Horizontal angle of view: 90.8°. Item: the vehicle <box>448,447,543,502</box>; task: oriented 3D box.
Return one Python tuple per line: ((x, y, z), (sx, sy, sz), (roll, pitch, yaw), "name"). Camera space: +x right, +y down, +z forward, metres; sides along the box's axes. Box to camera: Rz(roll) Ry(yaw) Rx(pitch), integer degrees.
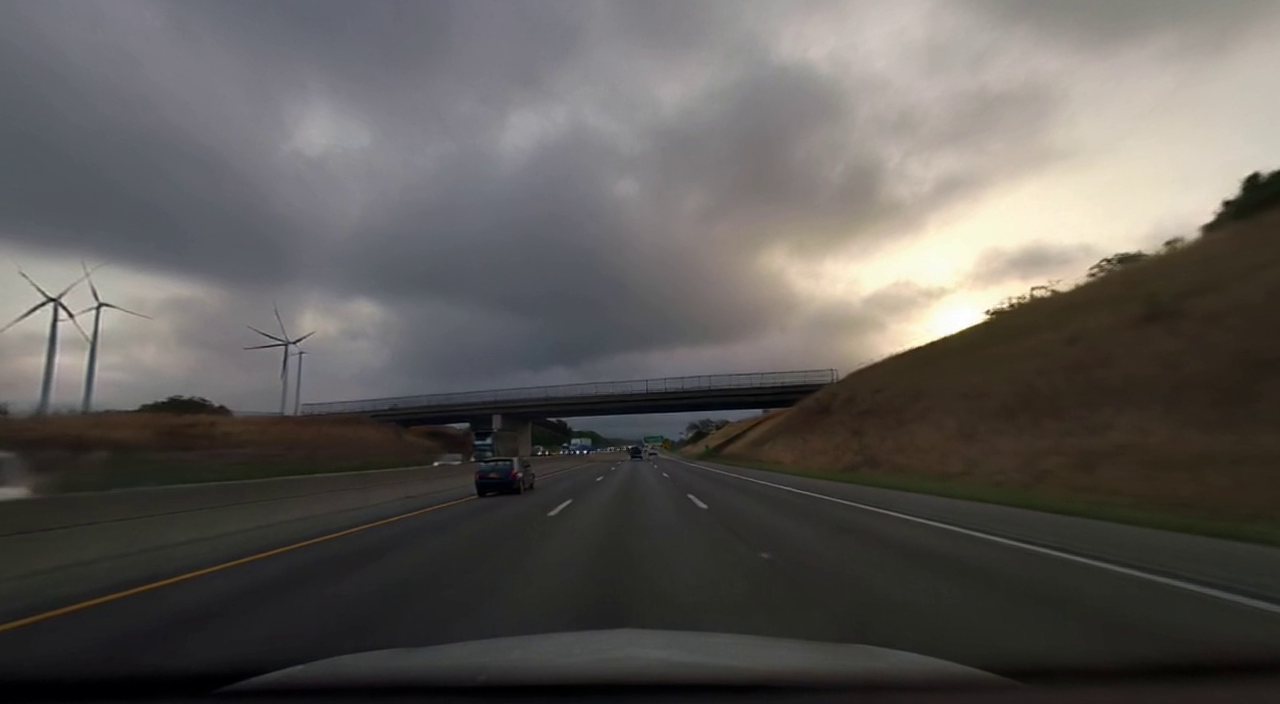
((-4.268, 3.670, 19.337), (1.921, 1.481, 4.120), (0, -9, 0), "vehicle")
